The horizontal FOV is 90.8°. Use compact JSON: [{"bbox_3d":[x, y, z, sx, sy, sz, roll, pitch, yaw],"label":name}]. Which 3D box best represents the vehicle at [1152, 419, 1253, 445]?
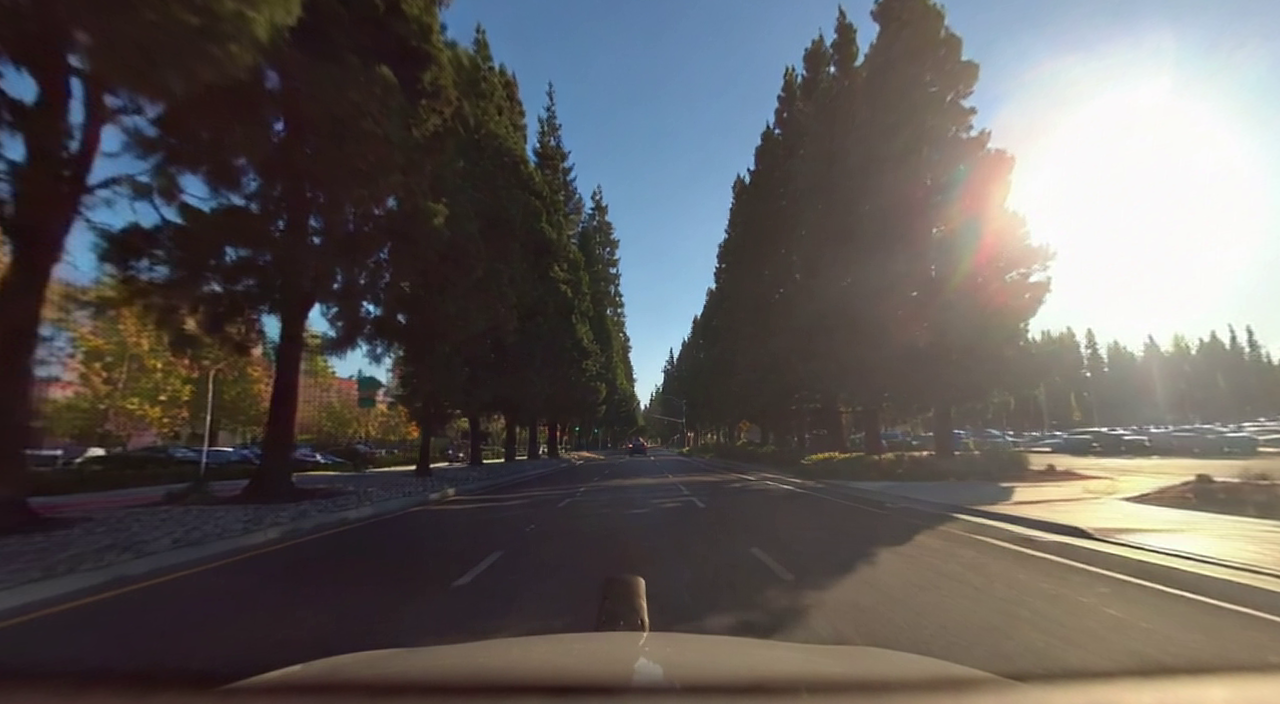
[{"bbox_3d":[34.109,4.931,38.496,1.850,1.490,4.701,-1,-8,1],"label":"vehicle"}]
